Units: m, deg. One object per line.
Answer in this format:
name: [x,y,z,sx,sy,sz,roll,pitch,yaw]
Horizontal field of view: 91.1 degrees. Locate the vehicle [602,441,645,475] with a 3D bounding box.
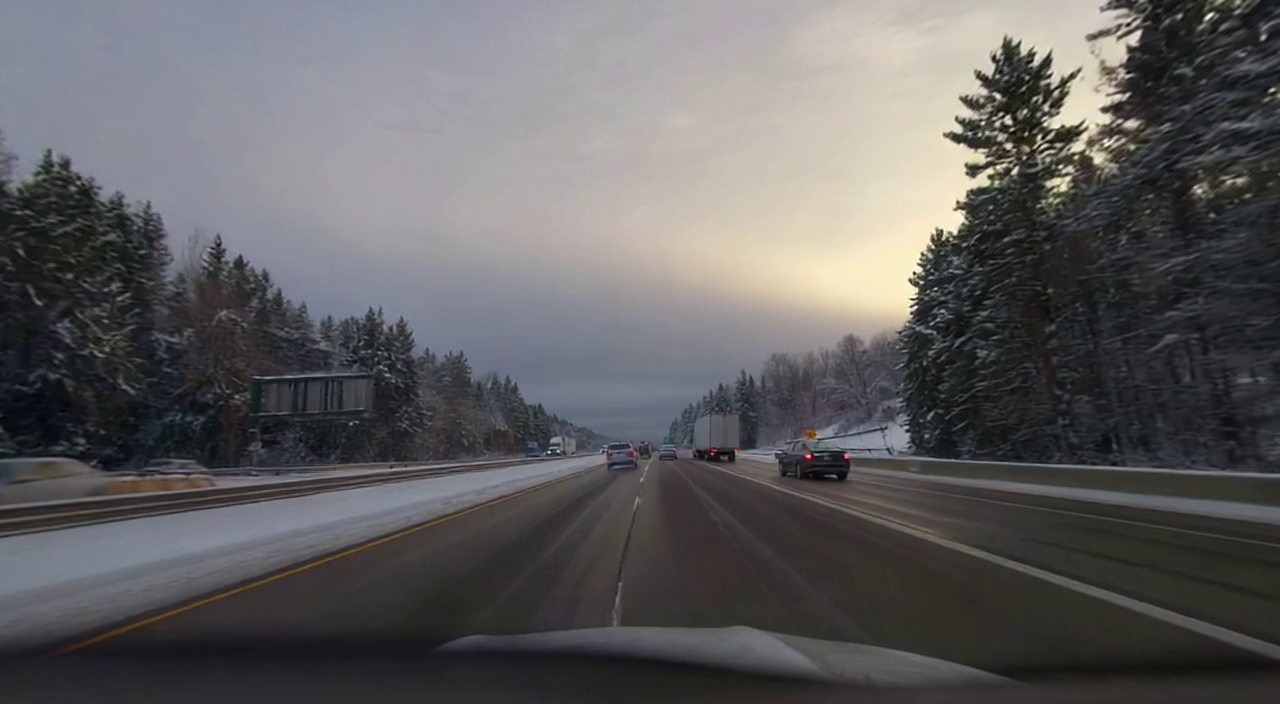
vehicle: [-0.848,5.734,34.144,2.114,1.706,4.106,-1,-9,1]

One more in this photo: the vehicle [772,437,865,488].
vehicle: [6.422,4.028,23.239,2.011,1.638,4.737,0,-9,0]

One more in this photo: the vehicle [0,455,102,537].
vehicle: [-14.437,3.063,13.302,1.950,1.683,4.571,-1,-9,1]
